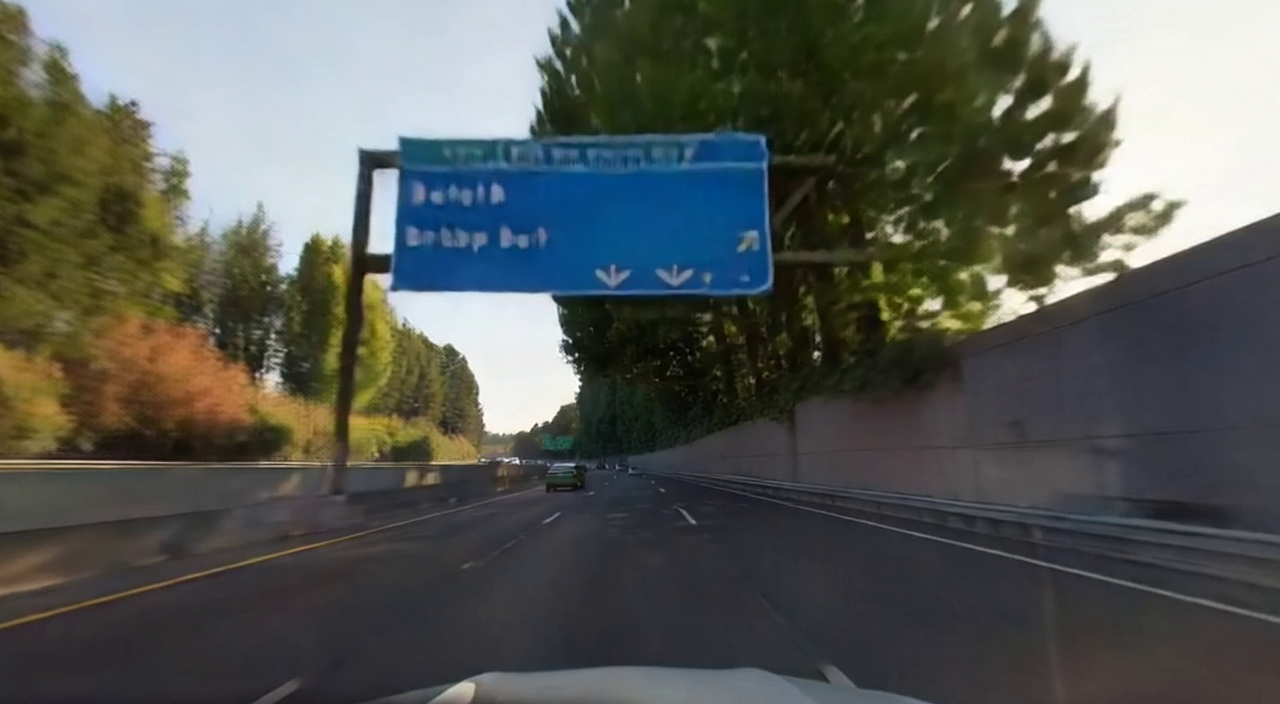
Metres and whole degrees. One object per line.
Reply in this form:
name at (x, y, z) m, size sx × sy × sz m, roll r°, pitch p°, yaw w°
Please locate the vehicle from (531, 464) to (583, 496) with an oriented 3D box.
vehicle at (-4.044, 6.322, 31.326) m, size 2.006 × 1.469 × 4.050 m, roll 1°, pitch -10°, yaw 0°
